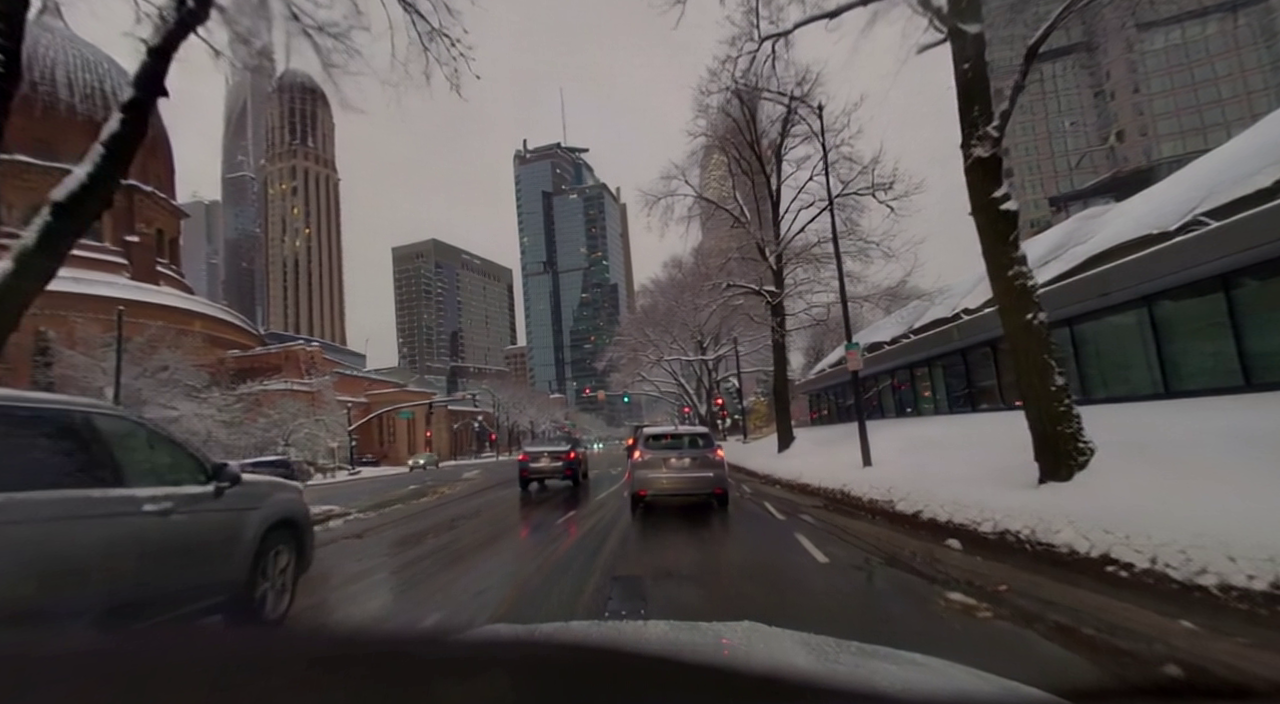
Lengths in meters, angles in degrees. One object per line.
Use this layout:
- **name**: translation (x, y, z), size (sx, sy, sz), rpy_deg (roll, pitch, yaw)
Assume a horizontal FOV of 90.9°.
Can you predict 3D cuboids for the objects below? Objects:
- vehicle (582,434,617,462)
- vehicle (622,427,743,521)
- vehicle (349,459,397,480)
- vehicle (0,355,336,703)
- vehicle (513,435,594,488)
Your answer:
- **vehicle**: translation (-2.633, 6.415, 42.094), size (1.969, 1.764, 4.160), rpy_deg (0, -8, 1)
- **vehicle**: translation (0.662, 2.244, 12.074), size (1.933, 1.504, 3.802), rpy_deg (0, -8, 0)
- **vehicle**: translation (-20.961, 9.223, 49.679), size (1.927, 1.519, 4.447), rpy_deg (0, -8, -1)
- **vehicle**: translation (-3.275, 0.931, 2.919), size (1.848, 1.641, 3.686), rpy_deg (0, -8, 0)
- **vehicle**: translation (-2.668, 3.510, 20.477), size (1.961, 1.517, 4.202), rpy_deg (0, -8, 1)
